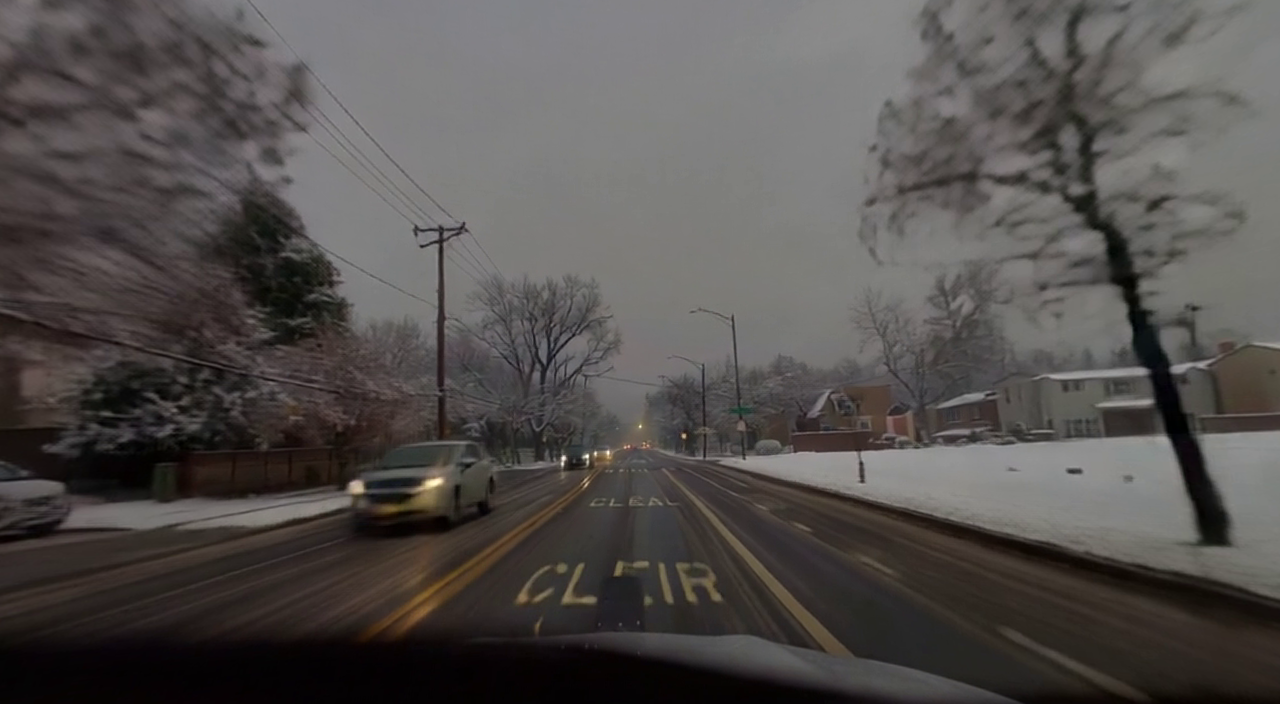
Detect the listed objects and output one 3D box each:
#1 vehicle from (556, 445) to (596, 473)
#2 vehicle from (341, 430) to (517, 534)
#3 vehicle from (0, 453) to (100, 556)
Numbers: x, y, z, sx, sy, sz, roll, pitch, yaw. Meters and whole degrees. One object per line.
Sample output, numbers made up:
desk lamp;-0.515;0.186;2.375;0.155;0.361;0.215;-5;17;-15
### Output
vehicle;-3.873;6.522;38.910;1.974;1.604;4.156;0;-9;0
vehicle;-4.043;2.556;13.065;2.055;1.757;4.494;0;-8;0
vehicle;-13.657;2.845;12.020;4.607;1.772;2.261;0;-9;-1
